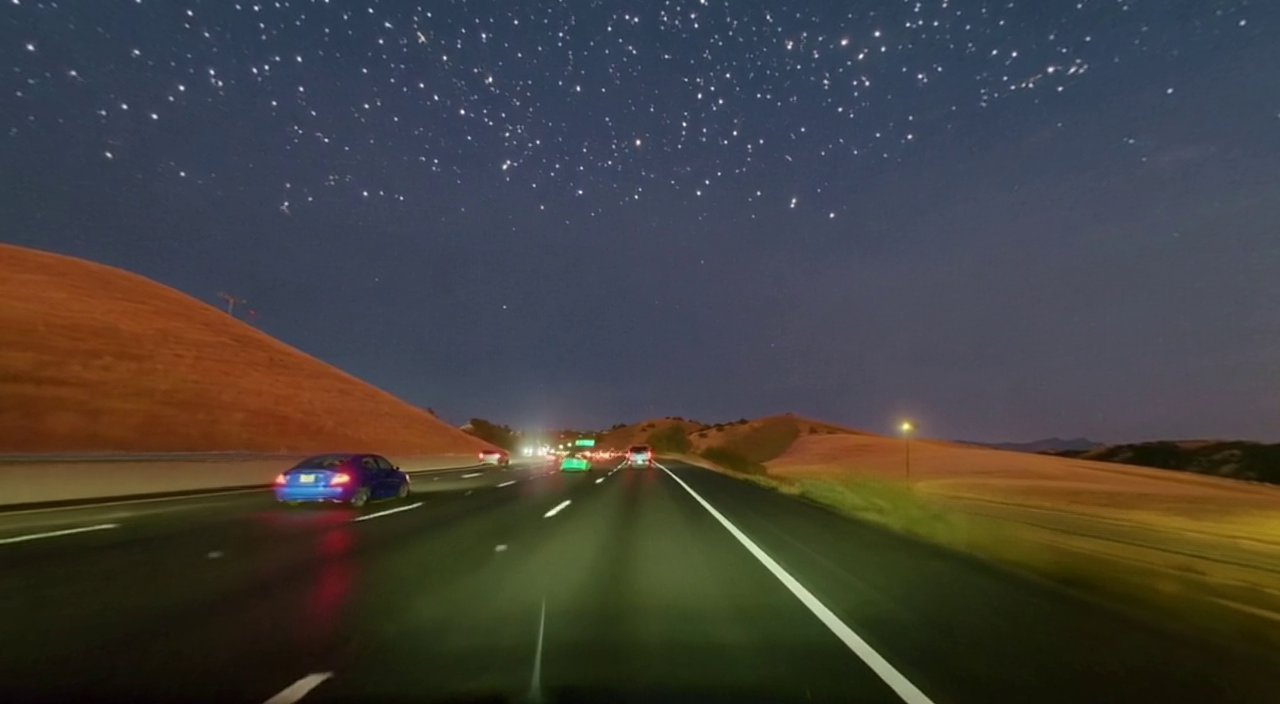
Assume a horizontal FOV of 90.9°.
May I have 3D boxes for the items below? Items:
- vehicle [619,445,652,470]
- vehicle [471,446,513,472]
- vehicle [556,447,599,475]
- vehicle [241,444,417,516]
[{"bbox_3d":[-0.337,7.324,44.076,2.225,1.674,4.044,0,-8,-1],"label":"vehicle"},{"bbox_3d":[-11.020,7.970,47.246,2.025,1.750,4.505,0,-8,1],"label":"vehicle"},{"bbox_3d":[-3.686,6.493,37.915,2.144,1.505,4.649,0,-8,0],"label":"vehicle"},{"bbox_3d":[-7.119,2.932,15.063,1.991,1.441,4.265,0,-8,1],"label":"vehicle"}]
